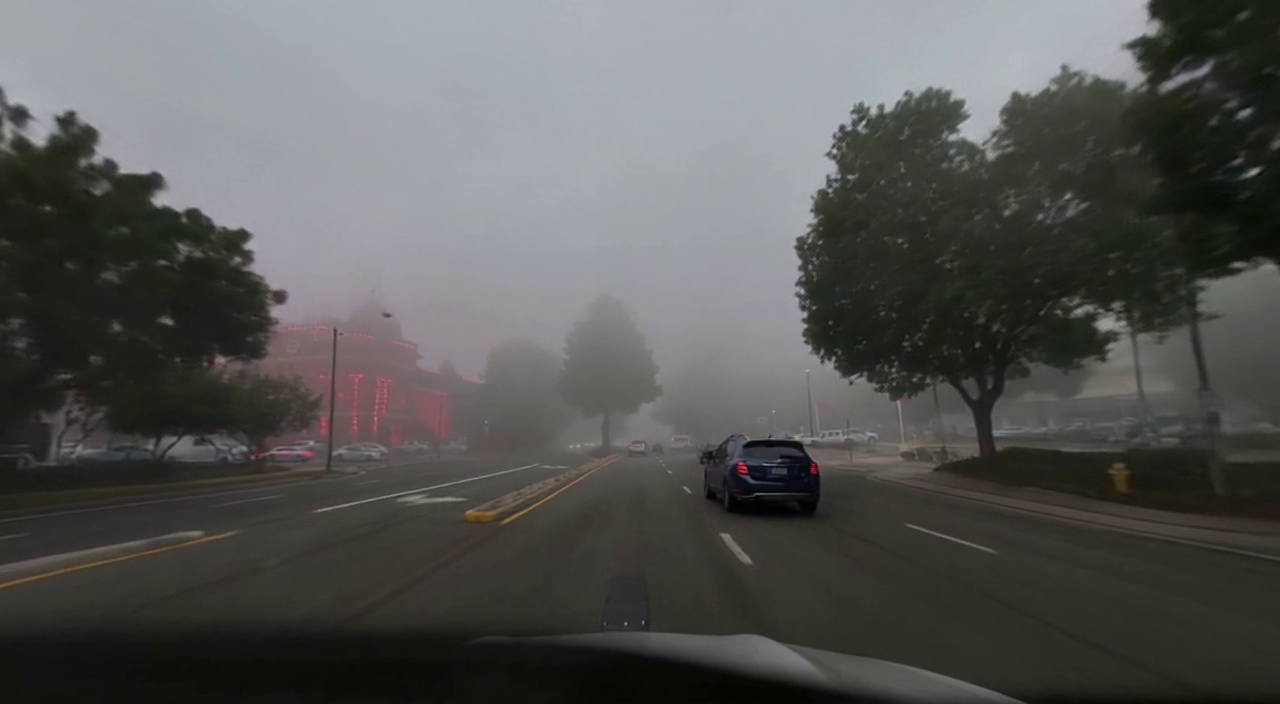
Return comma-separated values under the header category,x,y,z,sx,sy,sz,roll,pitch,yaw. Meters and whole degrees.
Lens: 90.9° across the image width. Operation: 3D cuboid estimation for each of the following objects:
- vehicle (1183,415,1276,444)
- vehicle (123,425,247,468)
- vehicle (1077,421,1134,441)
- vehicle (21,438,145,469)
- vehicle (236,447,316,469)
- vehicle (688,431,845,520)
category,x,y,z,sx,sy,sz,roll,pitch,yaw
vehicle,32.910,4.400,35.361,1.888,1.467,4.425,-3,-8,16
vehicle,-35.046,7.274,48.763,7.010,3.172,3.077,0,-8,-1
vehicle,35.114,6.012,47.703,1.842,1.473,4.620,-2,-8,15
vehicle,-36.723,6.725,41.701,5.748,1.927,2.252,0,-9,-5
vehicle,-23.329,6.796,40.460,4.077,1.342,1.813,-1,-9,4
vehicle,2.320,2.440,13.047,2.091,1.472,4.697,0,-8,-3
